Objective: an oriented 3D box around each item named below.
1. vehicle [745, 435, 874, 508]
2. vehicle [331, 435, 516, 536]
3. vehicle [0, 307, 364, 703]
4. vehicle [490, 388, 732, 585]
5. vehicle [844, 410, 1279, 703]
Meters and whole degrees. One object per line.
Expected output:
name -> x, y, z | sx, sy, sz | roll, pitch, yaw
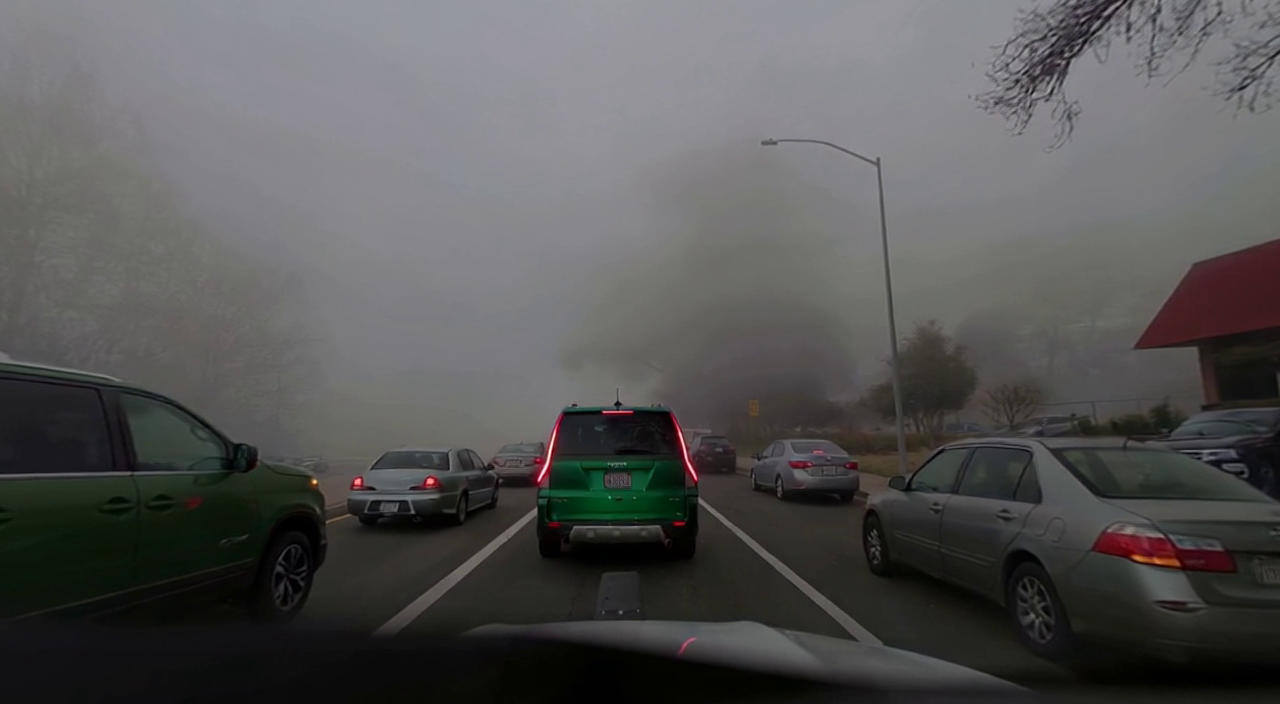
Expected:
vehicle -> 3.914, 2.824, 15.406 | 1.875, 1.521, 4.192 | 0, -9, -2
vehicle -> -3.577, 2.269, 11.370 | 1.849, 1.451, 4.218 | 0, -9, 0
vehicle -> -3.598, 0.894, 3.335 | 2.231, 1.853, 4.461 | 0, -9, 0
vehicle -> -0.307, 1.562, 8.057 | 2.238, 1.825, 4.190 | 0, -9, -1
vehicle -> 3.376, 1.342, 5.139 | 1.900, 1.477, 4.352 | 0, -9, -1
